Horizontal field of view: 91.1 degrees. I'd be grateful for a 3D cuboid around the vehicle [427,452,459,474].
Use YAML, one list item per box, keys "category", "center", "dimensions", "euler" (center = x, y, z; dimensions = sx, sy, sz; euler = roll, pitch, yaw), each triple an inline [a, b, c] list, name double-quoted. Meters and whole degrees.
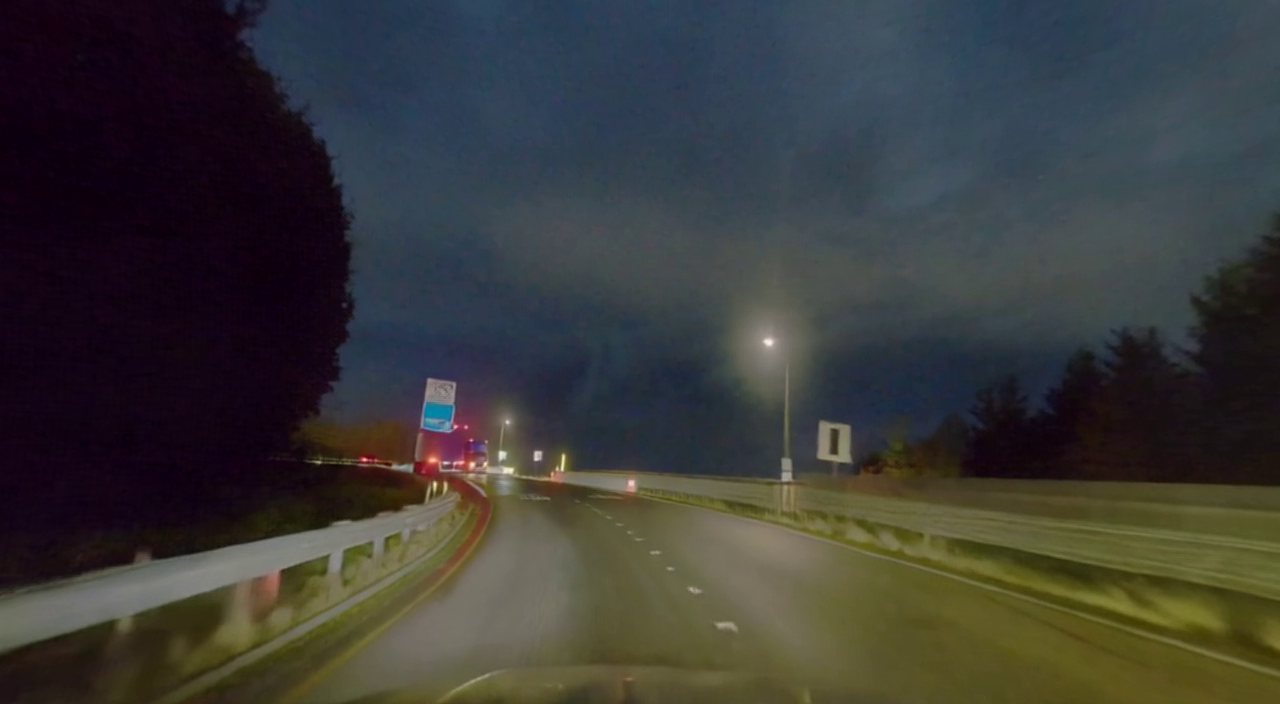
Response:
- category: "vehicle"
  center: [-15.048, 8.488, 47.826]
  dimensions: [2.039, 1.536, 3.648]
  euler: [4, -11, -19]
